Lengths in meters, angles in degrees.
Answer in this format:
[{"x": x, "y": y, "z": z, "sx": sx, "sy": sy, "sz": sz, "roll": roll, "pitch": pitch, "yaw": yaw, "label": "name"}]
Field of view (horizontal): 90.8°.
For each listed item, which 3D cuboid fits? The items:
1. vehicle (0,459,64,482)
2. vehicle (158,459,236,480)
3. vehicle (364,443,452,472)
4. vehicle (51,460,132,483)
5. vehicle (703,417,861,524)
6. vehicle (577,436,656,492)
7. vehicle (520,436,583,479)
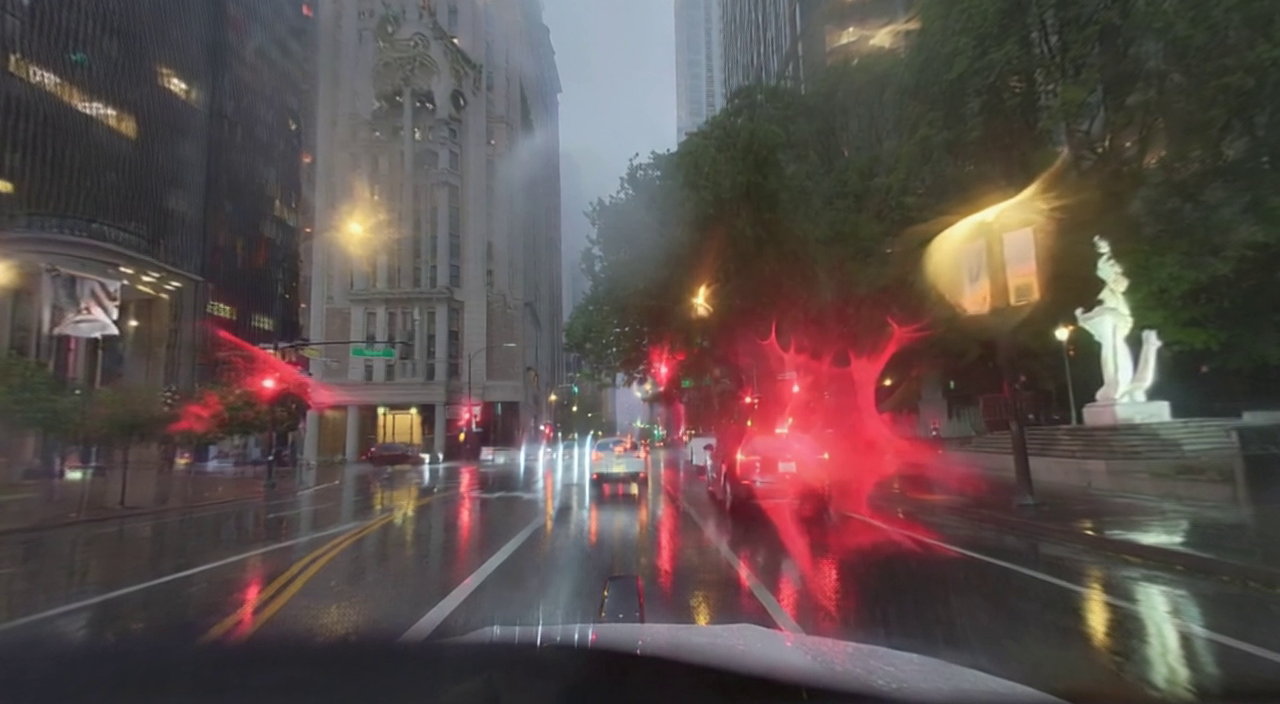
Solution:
[{"x": -45.122, "y": 8.728, "z": 46.521, "sx": 3.671, "sy": 1.498, "sz": 1.670, "roll": 2, "pitch": -9, "yaw": 4, "label": "vehicle"}, {"x": -32.441, "y": 8.586, "z": 46.330, "sx": 4.392, "sy": 1.427, "sz": 1.764, "roll": 0, "pitch": -9, "yaw": 0, "label": "vehicle"}, {"x": -14.699, "y": 6.731, "z": 40.309, "sx": 4.855, "sy": 1.769, "sz": 2.071, "roll": 1, "pitch": -9, "yaw": -6, "label": "vehicle"}, {"x": -40.240, "y": 8.762, "z": 46.428, "sx": 4.224, "sy": 1.622, "sz": 1.808, "roll": 0, "pitch": -9, "yaw": 1, "label": "vehicle"}, {"x": 2.609, "y": 2.328, "z": 12.868, "sx": 2.096, "sy": 1.775, "sz": 4.440, "roll": 0, "pitch": -9, "yaw": -1, "label": "vehicle"}, {"x": -0.631, "y": 3.303, "z": 18.938, "sx": 2.096, "sy": 1.492, "sz": 4.071, "roll": 0, "pitch": -9, "yaw": 0, "label": "vehicle"}, {"x": -3.591, "y": 4.375, "z": 26.492, "sx": 2.045, "sy": 1.633, "sz": 4.864, "roll": 0, "pitch": -9, "yaw": -2, "label": "vehicle"}]
